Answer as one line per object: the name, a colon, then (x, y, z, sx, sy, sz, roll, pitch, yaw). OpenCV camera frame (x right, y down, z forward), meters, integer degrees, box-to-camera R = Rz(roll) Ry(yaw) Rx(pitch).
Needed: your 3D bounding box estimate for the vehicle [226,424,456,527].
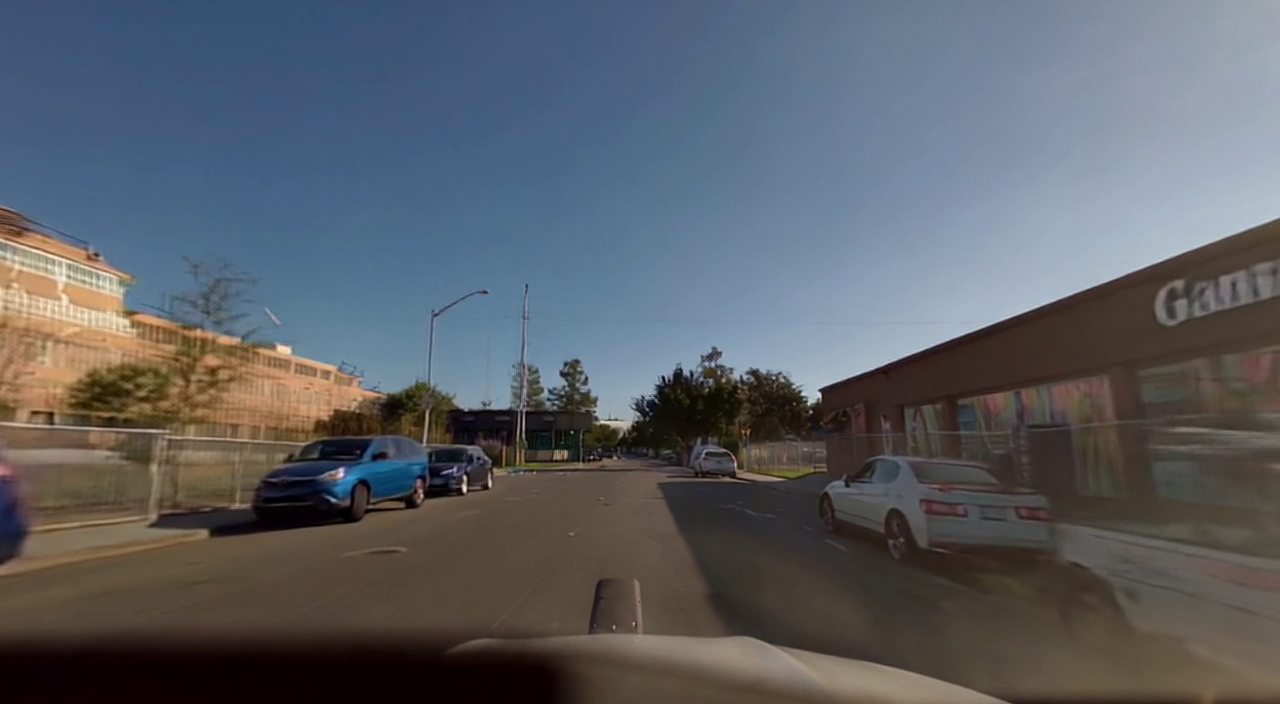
vehicle: (-6.488, 2.764, 14.825, 2.504, 1.919, 5.658, 0, -9, 2)

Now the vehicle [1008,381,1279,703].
vehicle: (4.378, 1.102, 3.571, 1.941, 1.810, 4.364, 0, -9, 0)

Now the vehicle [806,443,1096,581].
vehicle: (4.211, 2.189, 9.648, 2.050, 1.475, 4.613, 1, -8, -1)

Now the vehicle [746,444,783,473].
vehicle: (8.555, 7.411, 43.691, 1.911, 1.685, 3.764, 3, -12, 2)

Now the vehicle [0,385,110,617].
vehicle: (-6.538, 1.035, 3.546, 2.304, 1.937, 5.720, -2, -9, -2)

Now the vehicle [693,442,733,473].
vehicle: (4.805, 7.027, 42.413, 2.158, 1.900, 5.376, 0, -9, 1)
